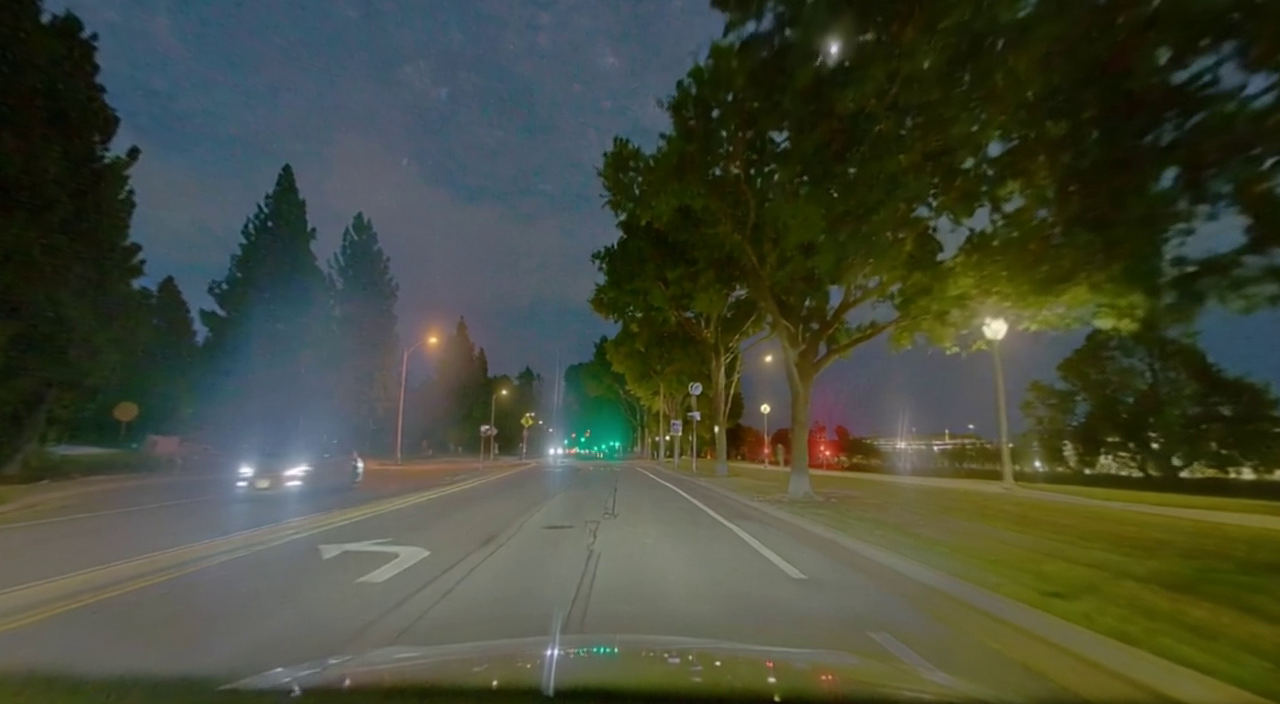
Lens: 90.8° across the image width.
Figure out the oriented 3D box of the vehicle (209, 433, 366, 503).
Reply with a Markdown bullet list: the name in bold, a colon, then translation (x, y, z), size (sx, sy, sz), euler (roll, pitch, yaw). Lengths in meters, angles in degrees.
- **vehicle**: translation (-9.021, 2.979, 16.649), size (2.008, 1.565, 4.182), euler (0, -9, -5)
